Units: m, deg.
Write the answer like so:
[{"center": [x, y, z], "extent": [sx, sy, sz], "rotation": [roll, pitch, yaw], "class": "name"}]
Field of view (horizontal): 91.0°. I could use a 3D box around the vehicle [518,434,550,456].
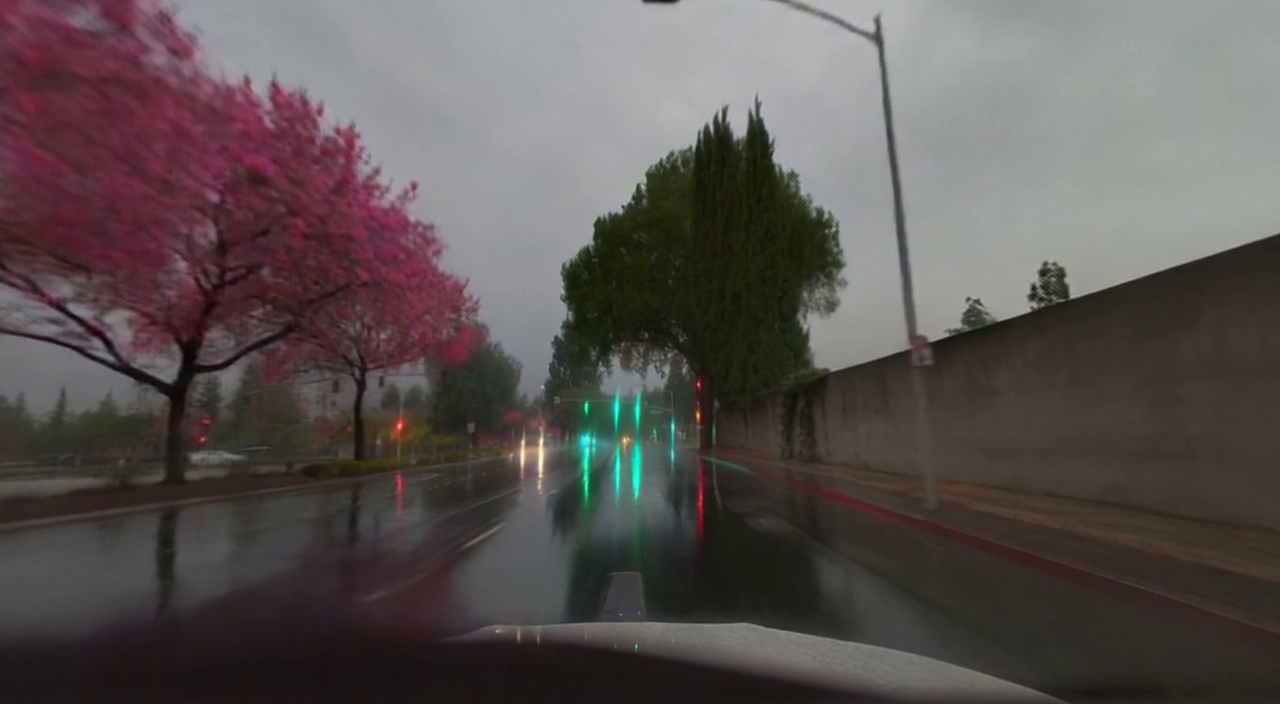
[{"center": [-7.904, 6.991, 47.202], "extent": [1.783, 1.501, 4.307], "rotation": [-1, -8, -1], "class": "vehicle"}]
